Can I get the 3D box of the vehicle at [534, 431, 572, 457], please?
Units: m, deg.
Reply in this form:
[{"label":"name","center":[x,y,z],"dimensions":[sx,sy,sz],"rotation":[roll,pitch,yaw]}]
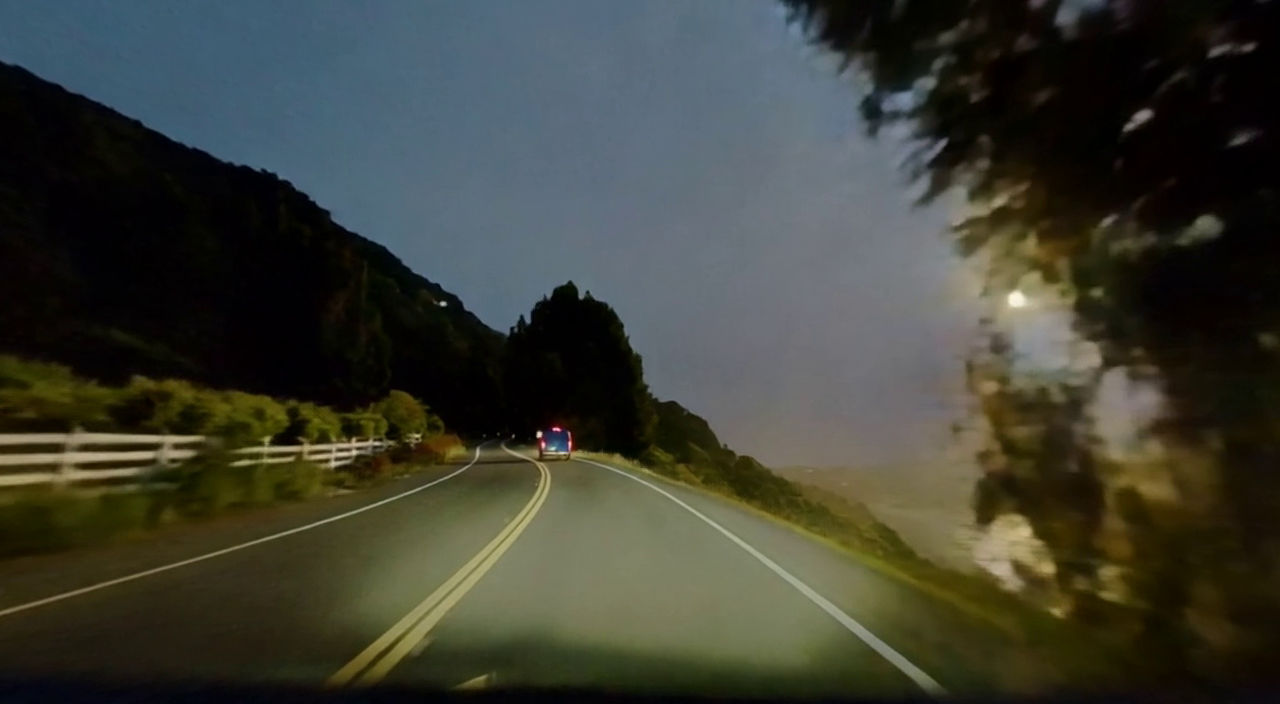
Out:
[{"label":"vehicle","center":[-6.762,7.096,48.659],"dimensions":[2.439,1.912,5.605],"rotation":[2,-9,-12]}]
